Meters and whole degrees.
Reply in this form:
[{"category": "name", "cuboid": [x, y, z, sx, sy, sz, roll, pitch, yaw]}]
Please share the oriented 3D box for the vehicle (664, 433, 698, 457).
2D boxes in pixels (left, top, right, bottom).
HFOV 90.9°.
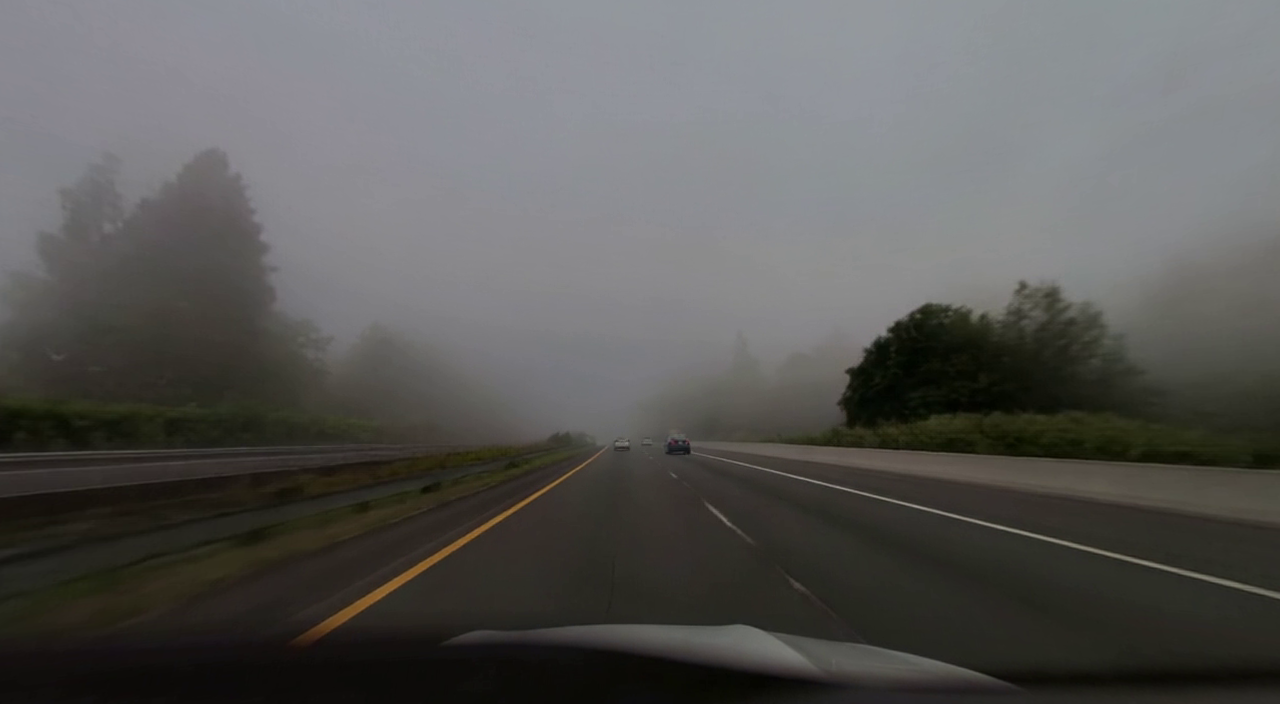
[{"category": "vehicle", "cuboid": [3.040, 6.906, 47.204, 2.085, 1.681, 4.436, 0, -8, -2]}]
